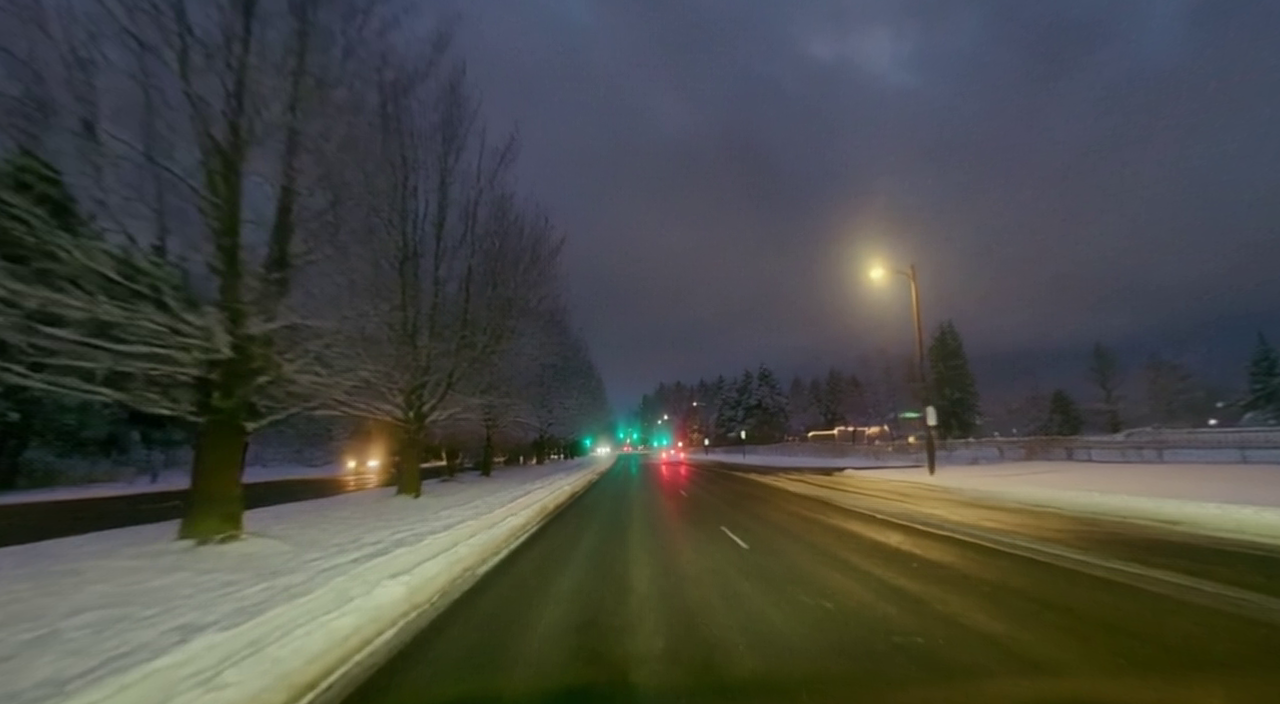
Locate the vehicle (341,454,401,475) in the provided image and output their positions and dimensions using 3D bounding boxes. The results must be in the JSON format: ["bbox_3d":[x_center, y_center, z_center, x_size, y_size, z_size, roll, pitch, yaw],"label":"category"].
[{"bbox_3d":[-19.098,7.985,45.005,2.637,1.401,3.741,1,-9,0],"label":"vehicle"}]
